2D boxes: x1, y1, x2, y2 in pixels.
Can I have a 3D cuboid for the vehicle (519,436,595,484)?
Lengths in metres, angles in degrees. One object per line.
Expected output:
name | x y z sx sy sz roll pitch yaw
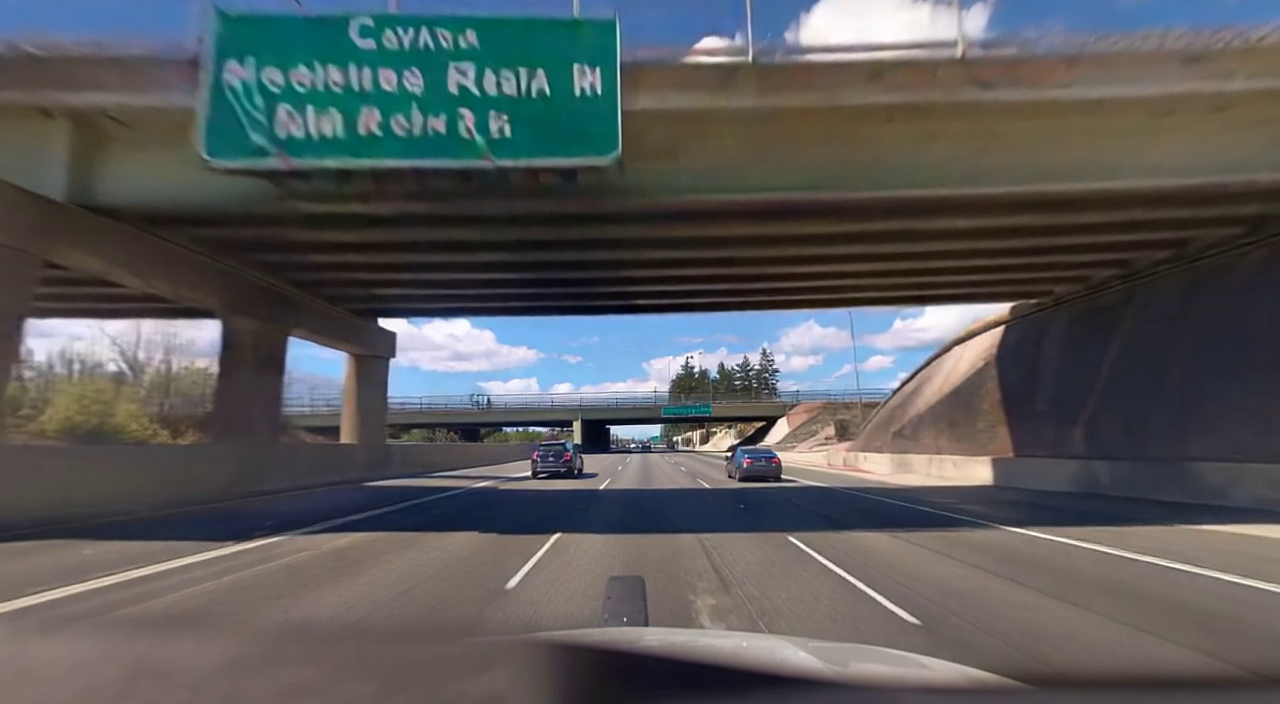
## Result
vehicle | -3.183 4.287 25.387 2.259 1.706 4.924 0 -8 2

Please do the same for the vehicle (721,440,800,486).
vehicle | 4.171 3.901 22.537 1.908 1.483 4.259 0 -8 -1
